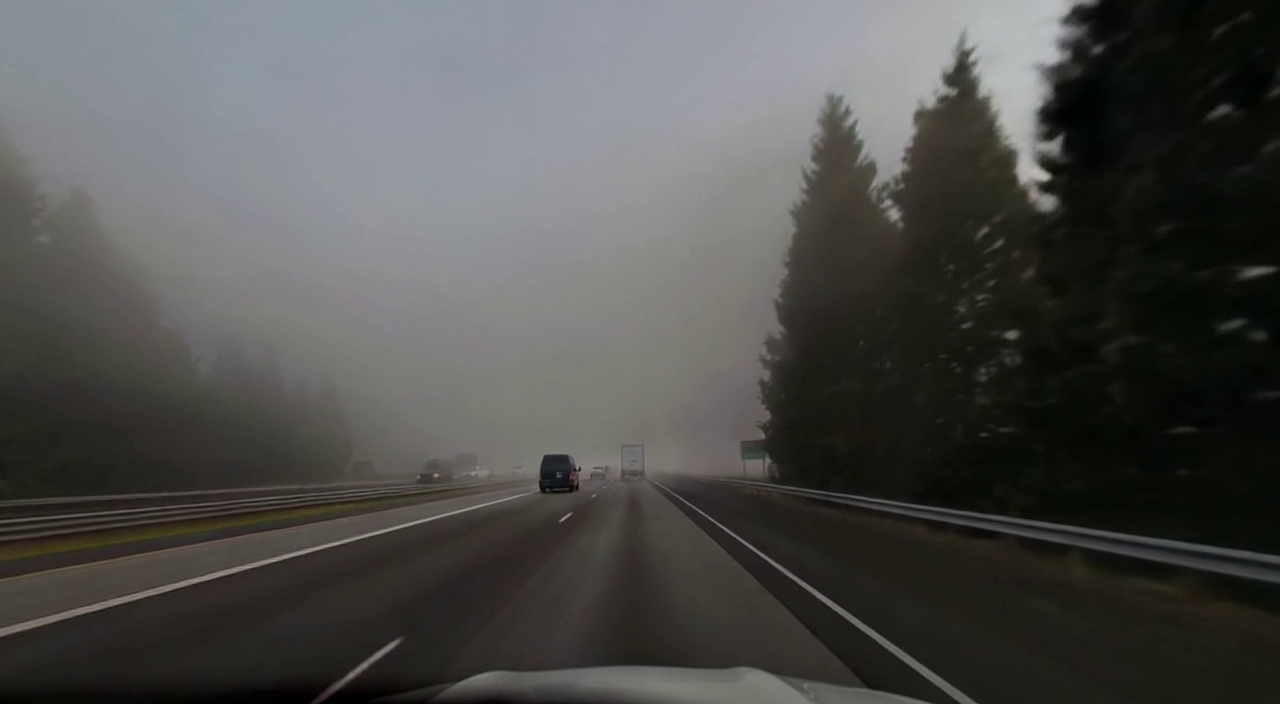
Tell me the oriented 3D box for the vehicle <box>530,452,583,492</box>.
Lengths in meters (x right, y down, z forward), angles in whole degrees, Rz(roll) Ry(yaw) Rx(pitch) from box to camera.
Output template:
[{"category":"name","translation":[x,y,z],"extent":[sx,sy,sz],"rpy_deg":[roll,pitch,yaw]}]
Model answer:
[{"category":"vehicle","translation":[-4.438,6.501,34.250],"extent":[2.208,1.973,4.716],"rpy_deg":[1,-10,0]}]
